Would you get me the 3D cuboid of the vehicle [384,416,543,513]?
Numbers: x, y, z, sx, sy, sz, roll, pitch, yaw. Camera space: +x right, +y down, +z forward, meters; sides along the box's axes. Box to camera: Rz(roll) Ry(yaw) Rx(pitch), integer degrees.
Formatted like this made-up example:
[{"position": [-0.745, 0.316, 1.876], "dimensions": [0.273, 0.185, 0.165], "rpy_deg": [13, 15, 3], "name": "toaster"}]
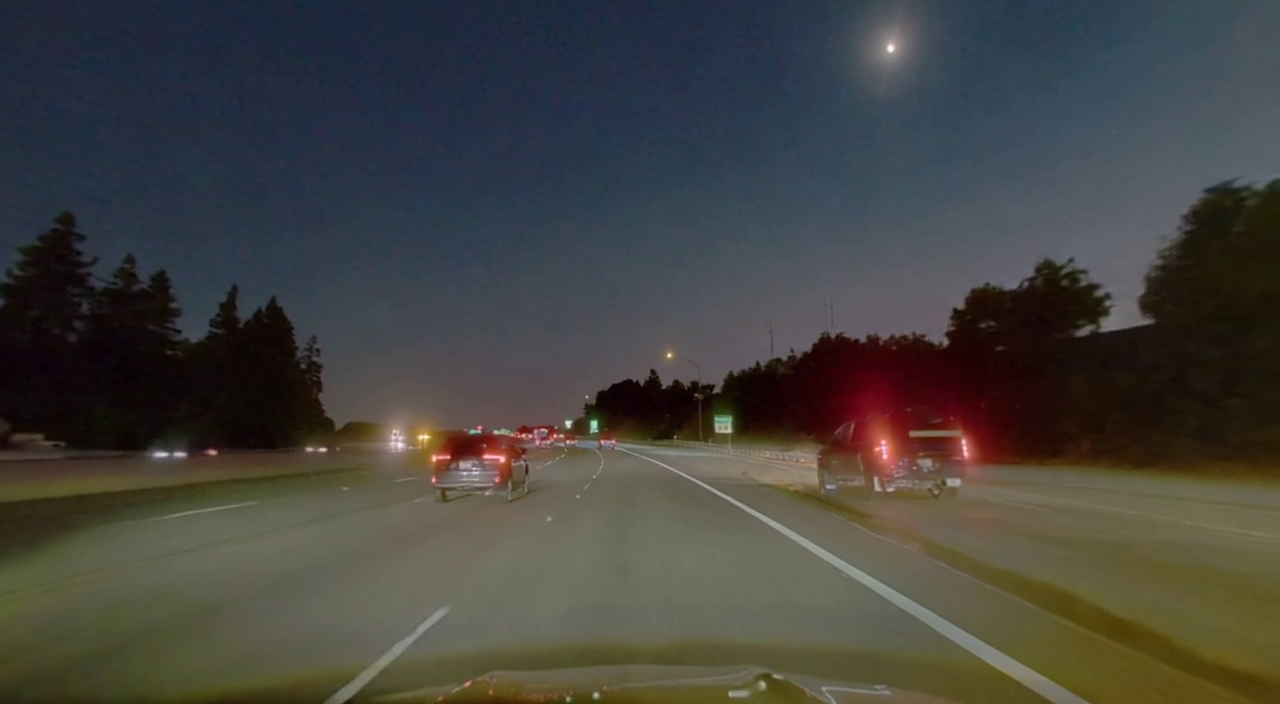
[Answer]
[{"position": [-3.681, 2.475, 14.245], "dimensions": [2.142, 1.789, 5.009], "rpy_deg": [0, -8, 0], "name": "vehicle"}]
